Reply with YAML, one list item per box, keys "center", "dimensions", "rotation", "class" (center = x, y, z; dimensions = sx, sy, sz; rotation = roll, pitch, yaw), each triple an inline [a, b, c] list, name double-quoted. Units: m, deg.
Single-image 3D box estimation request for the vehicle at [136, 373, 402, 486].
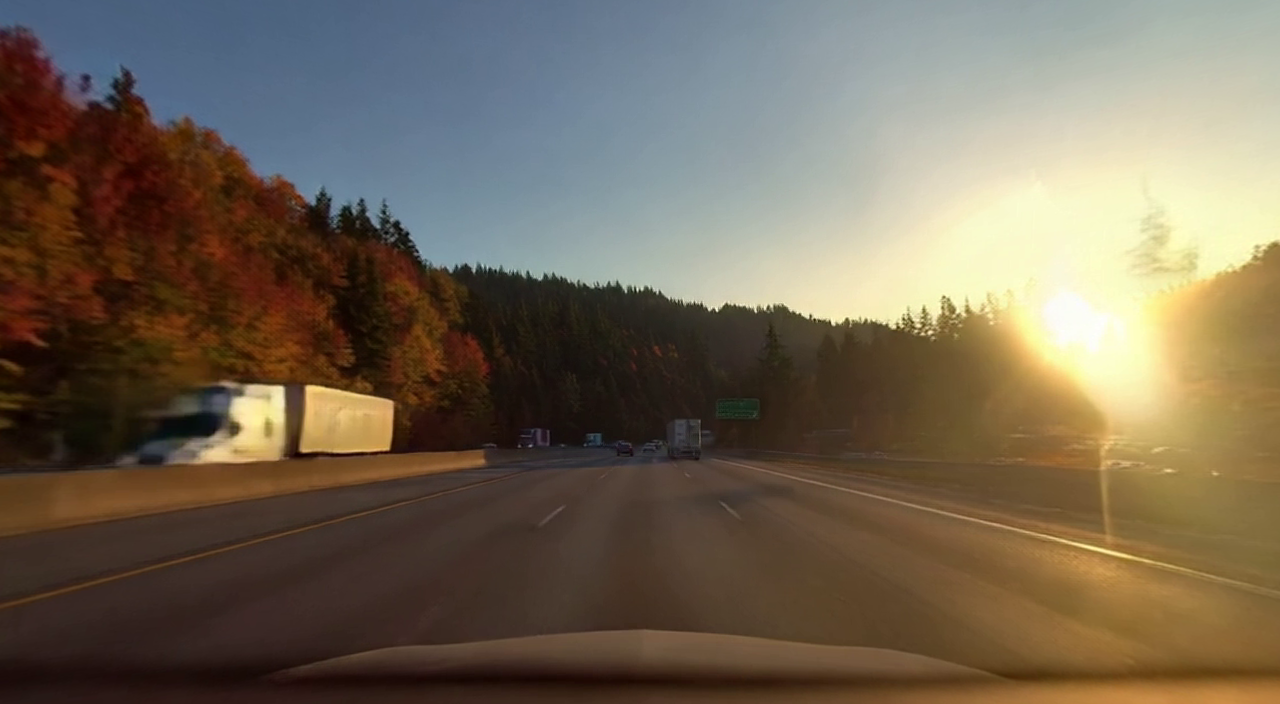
- center: [-15.857, 3.769, 29.574]
  dimensions: [3.490, 3.984, 14.592]
  rotation: [0, -8, 1]
  class: "vehicle"
